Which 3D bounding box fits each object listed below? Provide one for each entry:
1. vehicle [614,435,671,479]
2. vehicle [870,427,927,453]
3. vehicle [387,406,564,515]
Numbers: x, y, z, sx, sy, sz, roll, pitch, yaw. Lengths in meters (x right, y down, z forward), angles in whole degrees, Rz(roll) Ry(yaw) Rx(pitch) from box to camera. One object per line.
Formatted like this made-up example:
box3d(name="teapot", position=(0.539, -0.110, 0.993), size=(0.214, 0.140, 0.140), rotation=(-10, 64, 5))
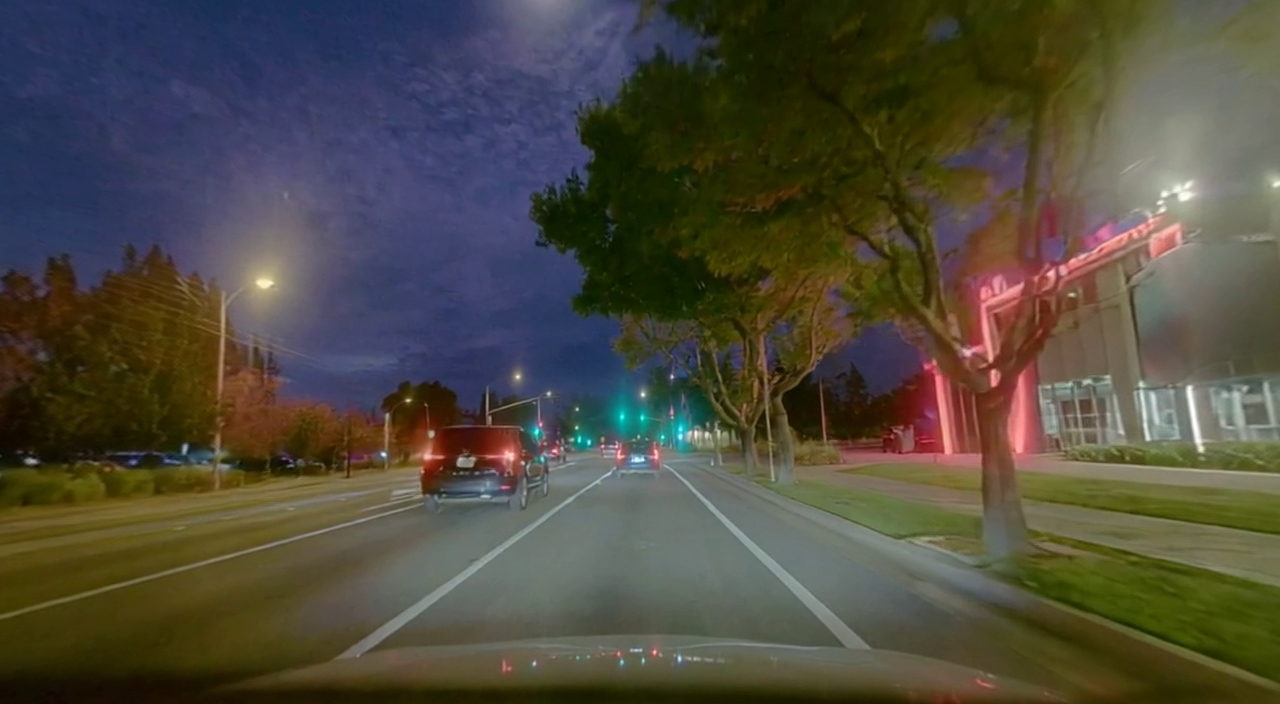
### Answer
box3d(name="vehicle", position=(0.145, 4.184, 25.417), size=(2.108, 1.612, 4.246), rotation=(0, -8, 1))
box3d(name="vehicle", position=(17.524, 6.000, 42.919), size=(1.856, 1.491, 4.209), rotation=(-5, -8, -3))
box3d(name="vehicle", position=(-3.372, 2.399, 14.411), size=(2.358, 1.990, 5.447), rotation=(0, -8, 2))
